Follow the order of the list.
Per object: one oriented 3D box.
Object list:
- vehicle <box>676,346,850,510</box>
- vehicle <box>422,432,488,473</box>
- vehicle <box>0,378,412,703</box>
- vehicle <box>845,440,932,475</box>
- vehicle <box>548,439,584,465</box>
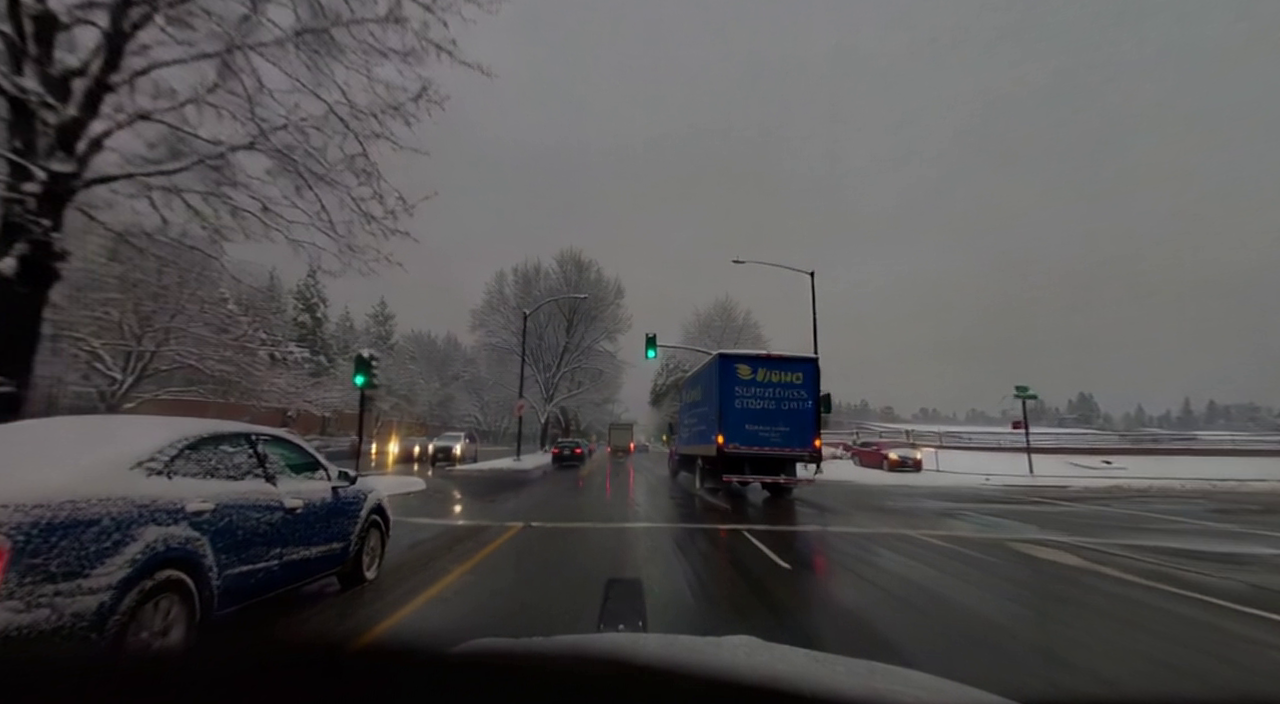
[{"bbox_3d":[2.978,2.292,18.279,2.905,3.644,8.441,0,-8,-3],"label":"vehicle"},{"bbox_3d":[-9.280,5.080,31.965,2.374,1.863,4.751,1,-8,-6],"label":"vehicle"},{"bbox_3d":[-3.137,1.083,3.725,1.828,1.515,4.422,0,-8,1],"label":"vehicle"},{"bbox_3d":[17.112,7.217,43.175,5.948,2.233,2.406,6,-11,-32],"label":"vehicle"},{"bbox_3d":[-5.330,7.239,45.587,2.388,1.811,4.455,1,-8,-4],"label":"vehicle"}]
